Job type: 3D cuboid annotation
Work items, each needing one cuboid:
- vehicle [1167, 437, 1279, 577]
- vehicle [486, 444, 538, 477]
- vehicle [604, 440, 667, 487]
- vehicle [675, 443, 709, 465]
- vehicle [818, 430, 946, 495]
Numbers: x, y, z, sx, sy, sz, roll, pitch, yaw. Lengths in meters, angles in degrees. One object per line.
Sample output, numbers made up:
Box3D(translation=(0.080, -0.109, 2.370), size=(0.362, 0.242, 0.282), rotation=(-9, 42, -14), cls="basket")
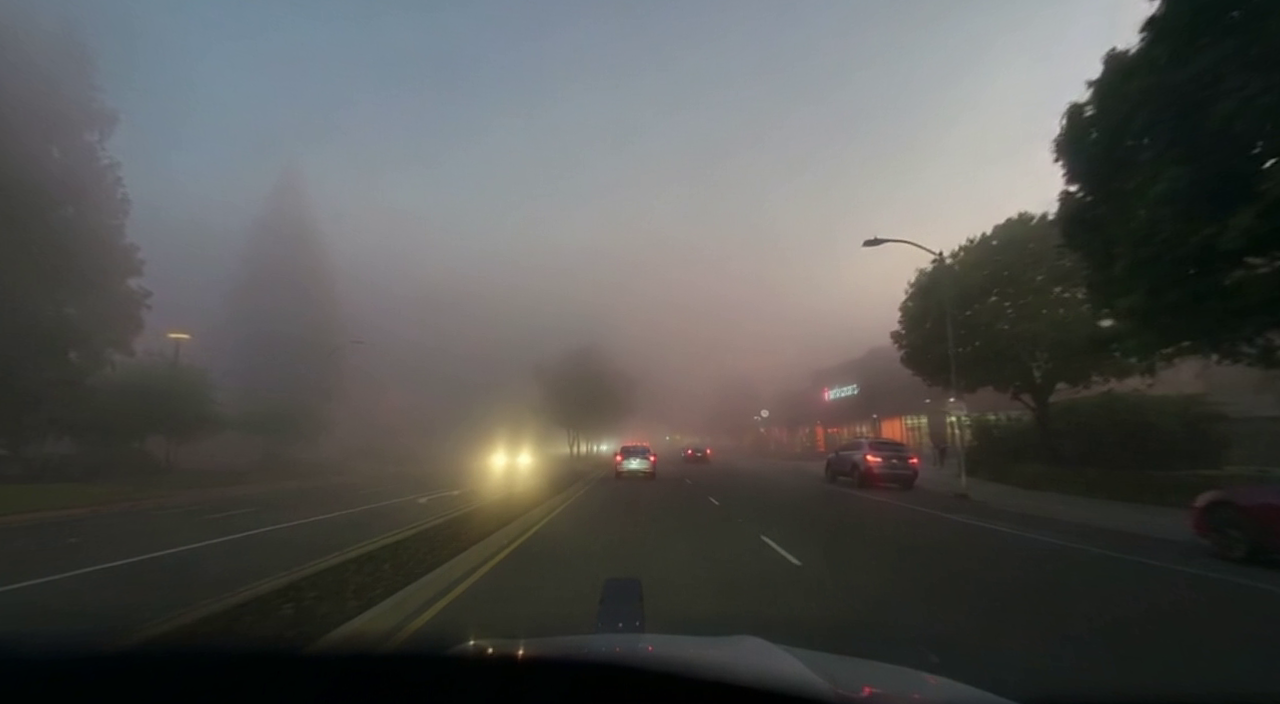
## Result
Box3D(translation=(7.764, 1.490, 5.687), size=(1.942, 1.473, 4.742), rotation=(0, -8, 0), cls="vehicle")
Box3D(translation=(-6.337, 5.397, 31.688), size=(1.999, 1.531, 4.011), rotation=(0, -9, -3), cls="vehicle")
Box3D(translation=(-0.191, 3.835, 22.047), size=(2.006, 1.487, 3.535), rotation=(0, -8, -1), cls="vehicle")
Box3D(translation=(3.525, 7.014, 43.606), size=(1.910, 1.474, 4.003), rotation=(0, -8, -1), cls="vehicle")
Box3D(translation=(7.571, 3.511, 20.494), size=(2.165, 1.787, 5.231), rotation=(-1, -8, 1), cls="vehicle")
